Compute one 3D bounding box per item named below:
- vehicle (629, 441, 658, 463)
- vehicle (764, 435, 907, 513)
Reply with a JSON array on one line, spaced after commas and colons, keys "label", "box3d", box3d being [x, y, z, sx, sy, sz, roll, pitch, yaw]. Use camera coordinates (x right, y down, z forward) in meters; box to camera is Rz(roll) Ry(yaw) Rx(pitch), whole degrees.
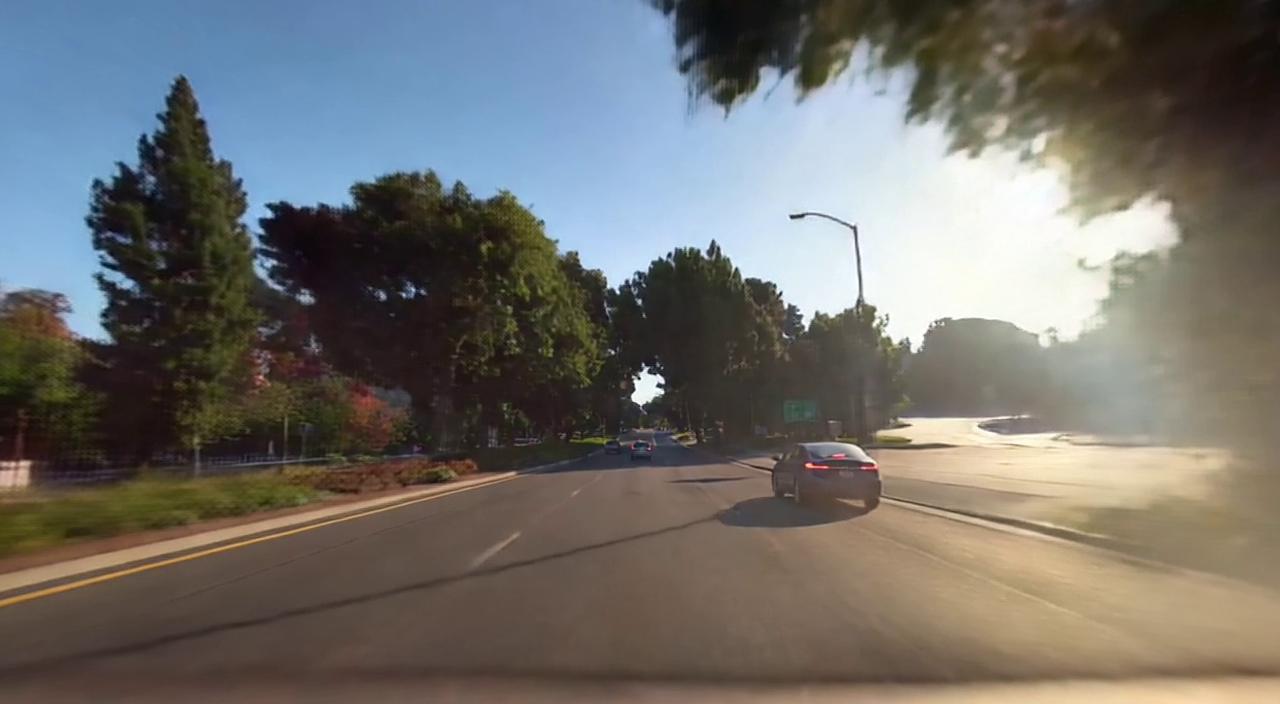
[{"label": "vehicle", "box3d": [0.270, 7.553, 47.603, 2.095, 1.548, 4.264, 0, -9, 1]}, {"label": "vehicle", "box3d": [4.306, 2.746, 14.639, 1.913, 1.516, 4.322, 0, -9, 0]}]
